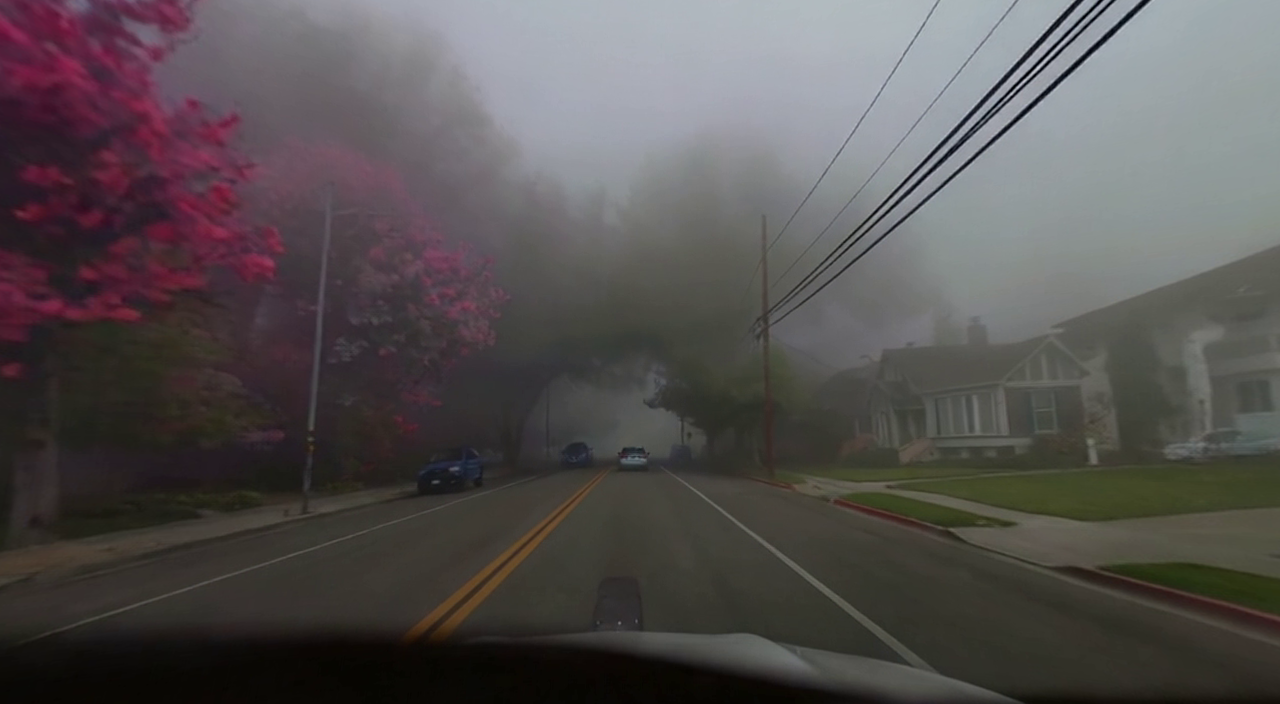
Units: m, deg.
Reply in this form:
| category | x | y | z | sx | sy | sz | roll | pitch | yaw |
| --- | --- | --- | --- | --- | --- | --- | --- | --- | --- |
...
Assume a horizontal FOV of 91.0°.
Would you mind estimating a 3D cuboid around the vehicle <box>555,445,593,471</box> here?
| category | x | y | z | sx | sy | sz | roll | pitch | yaw |
| --- | --- | --- | --- | --- | --- | --- | --- | --- | --- |
| vehicle | -4.122 | 6.700 | 40.085 | 2.022 | 1.534 | 4.320 | 0 | -8 | -1 |

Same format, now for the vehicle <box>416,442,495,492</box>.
| category | x | y | z | sx | sy | sz | roll | pitch | yaw |
| --- | --- | --- | --- | --- | --- | --- | --- | --- | --- |
| vehicle | -7.710 | 4.879 | 26.722 | 2.022 | 1.795 | 4.337 | -3 | -10 | 0 |

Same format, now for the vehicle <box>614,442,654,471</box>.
| category | x | y | z | sx | sy | sz | roll | pitch | yaw |
| --- | --- | --- | --- | --- | --- | --- | --- | --- | --- |
| vehicle | -0.369 | 5.769 | 34.977 | 2.104 | 1.500 | 3.815 | 0 | -8 | -1 |

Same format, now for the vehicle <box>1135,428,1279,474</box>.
| category | x | y | z | sx | sy | sz | roll | pitch | yaw |
| --- | --- | --- | --- | --- | --- | --- | --- | --- | --- |
| vehicle | 21.009 | 3.562 | 22.767 | 4.466 | 1.584 | 2.072 | 0 | -8 | -2 |
